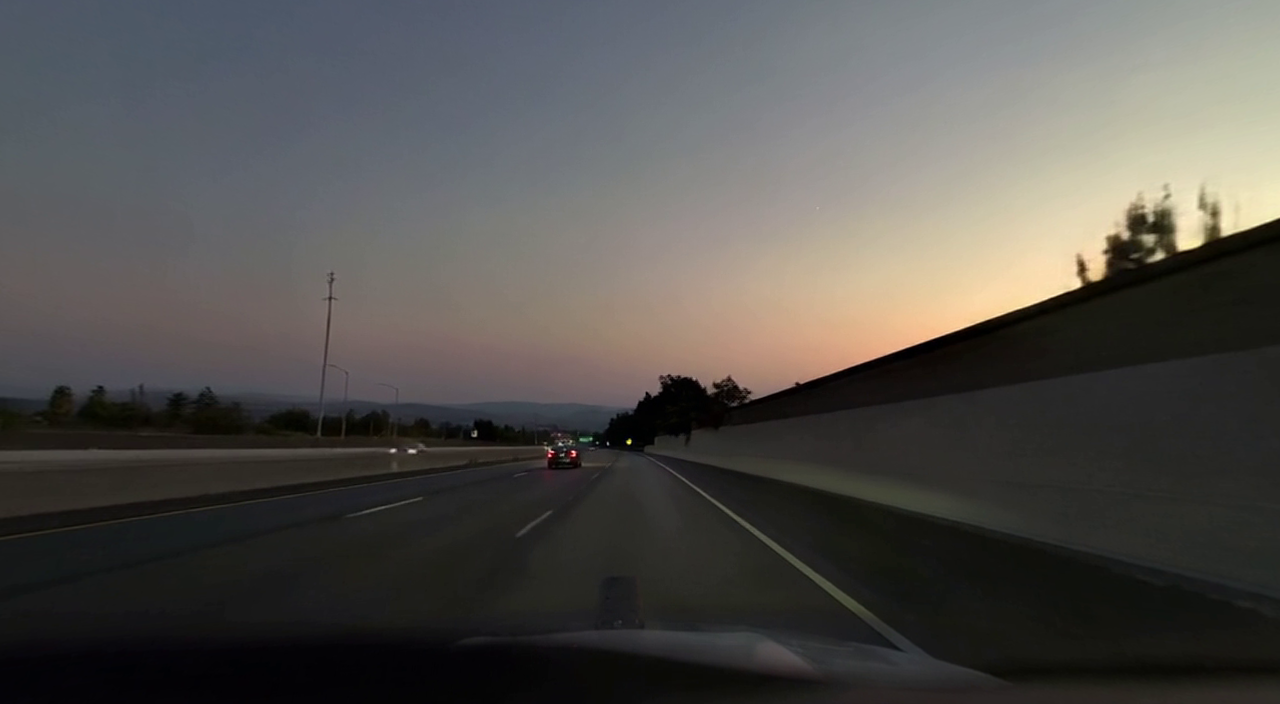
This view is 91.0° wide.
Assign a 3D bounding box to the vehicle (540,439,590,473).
[{"bbox_3d":[-3.945,5.562,33.808,2.133,1.683,4.340,0,-9,0],"label":"vehicle"}]

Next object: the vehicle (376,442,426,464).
[{"bbox_3d":[-17.839,7.571,47.186,1.935,1.531,4.440,0,-9,1],"label":"vehicle"}]

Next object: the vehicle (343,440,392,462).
[{"bbox_3d":[-21.404,7.797,49.614,1.889,1.598,4.423,0,-9,0],"label":"vehicle"}]
